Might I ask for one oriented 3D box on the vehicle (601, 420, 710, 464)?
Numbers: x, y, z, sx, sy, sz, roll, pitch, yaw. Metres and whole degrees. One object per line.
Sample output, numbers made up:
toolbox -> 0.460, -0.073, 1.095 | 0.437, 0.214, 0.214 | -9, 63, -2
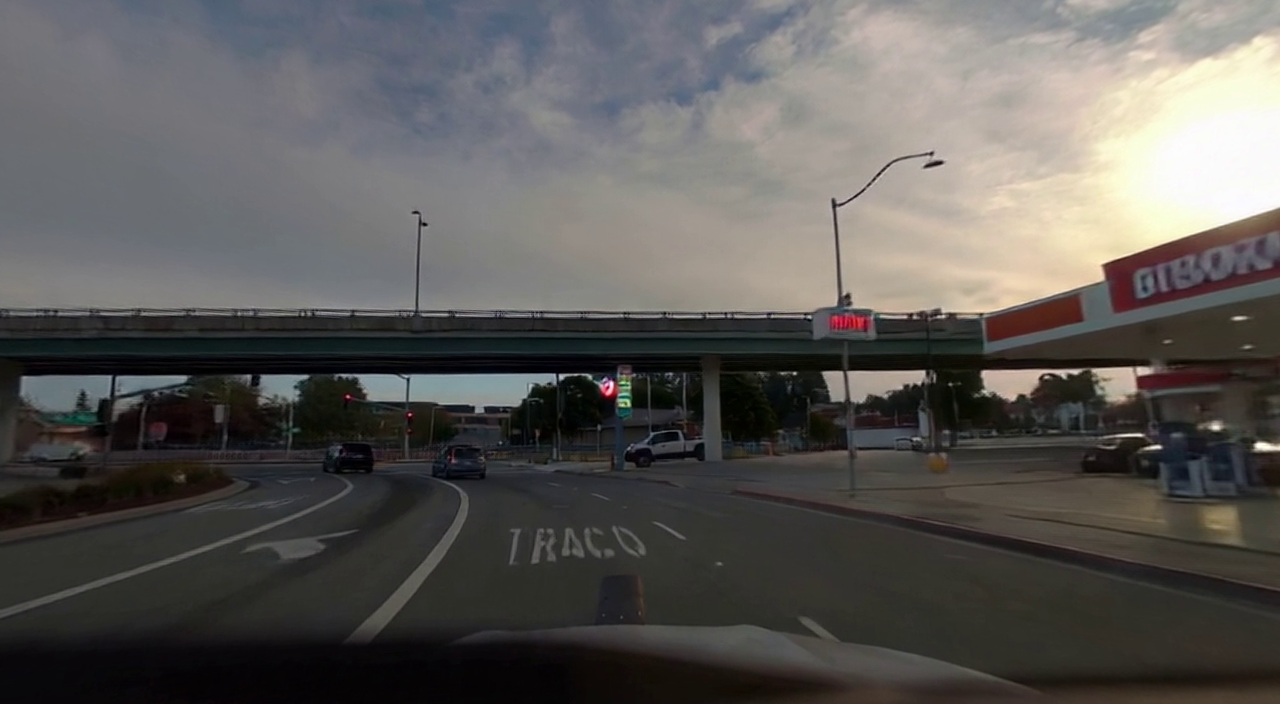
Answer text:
vehicle -> 1.166, 6.851, 47.729 | 7.741, 3.106, 2.906 | -4, -10, 26

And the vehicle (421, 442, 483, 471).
vehicle -> -12.783, 7.046, 42.658 | 2.202, 1.822, 4.826 | 7, -11, -39

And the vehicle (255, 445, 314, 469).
vehicle -> -26.346, 7.750, 46.648 | 4.546, 1.650, 1.940 | -6, -11, 35

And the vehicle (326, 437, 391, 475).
vehicle -> -16.338, 5.970, 36.404 | 2.254, 2.006, 4.766 | 7, -11, -37
